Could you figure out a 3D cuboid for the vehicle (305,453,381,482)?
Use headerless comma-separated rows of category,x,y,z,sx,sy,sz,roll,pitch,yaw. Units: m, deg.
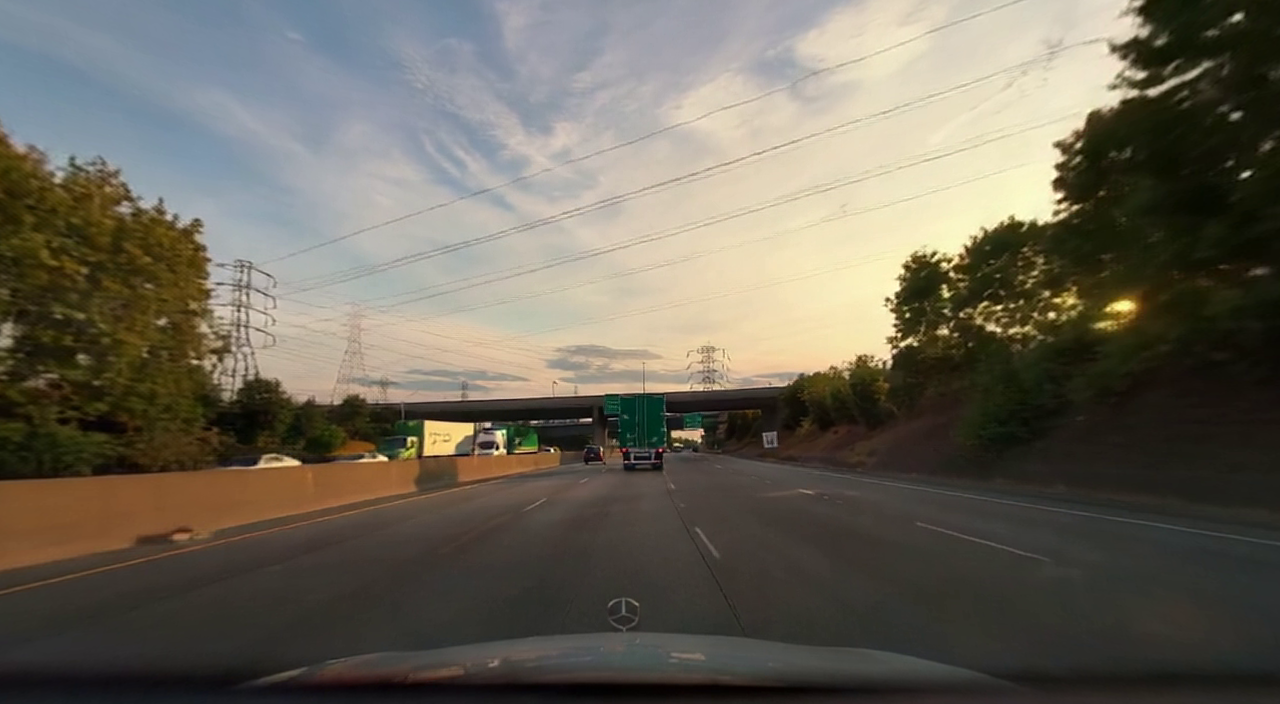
vehicle,-16.370,6.353,34.944,1.852,1.430,4.631,-1,-9,2

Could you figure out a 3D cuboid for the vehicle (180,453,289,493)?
vehicle,-15.755,4.685,24.678,1.722,1.411,3.752,-1,-9,1

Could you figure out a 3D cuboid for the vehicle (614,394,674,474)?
vehicle,0.235,5.127,38.422,3.025,4.002,12.709,0,-9,0
